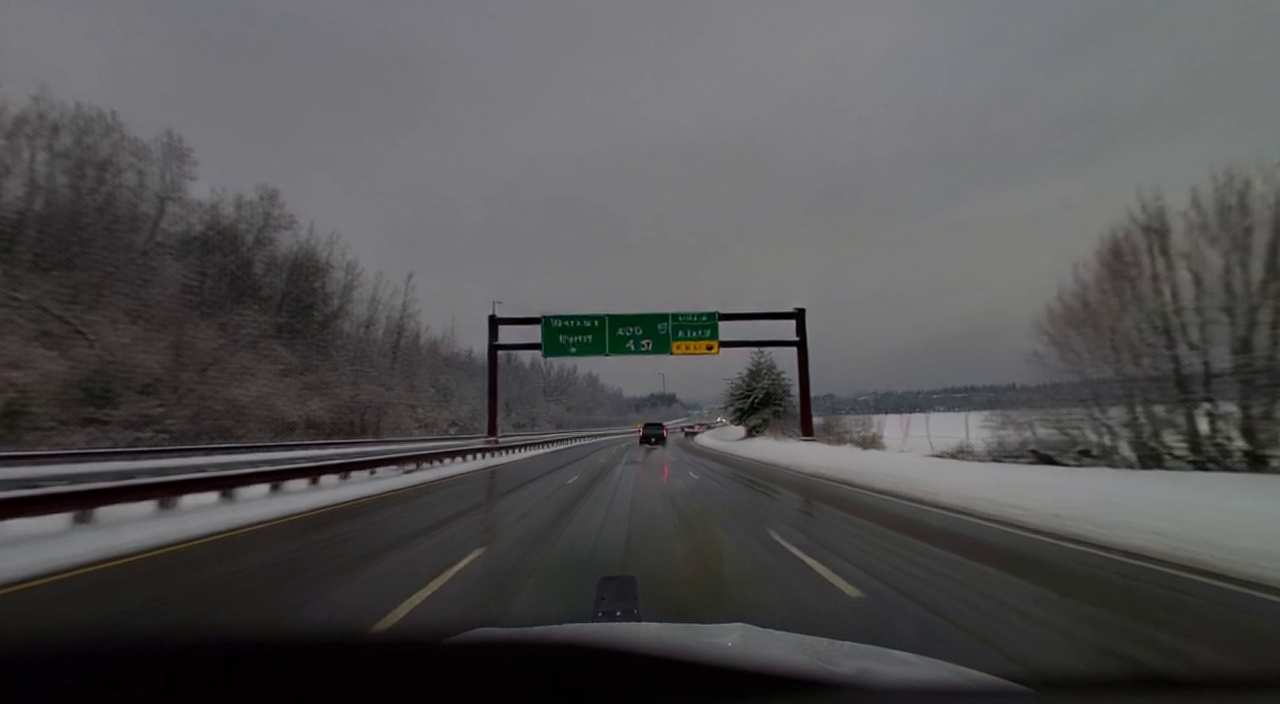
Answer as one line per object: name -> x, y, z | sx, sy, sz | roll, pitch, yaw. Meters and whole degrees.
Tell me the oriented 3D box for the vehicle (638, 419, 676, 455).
vehicle -> 1.191, 5.919, 43.769 | 2.450, 2.314, 4.753 | 0, -8, 2
